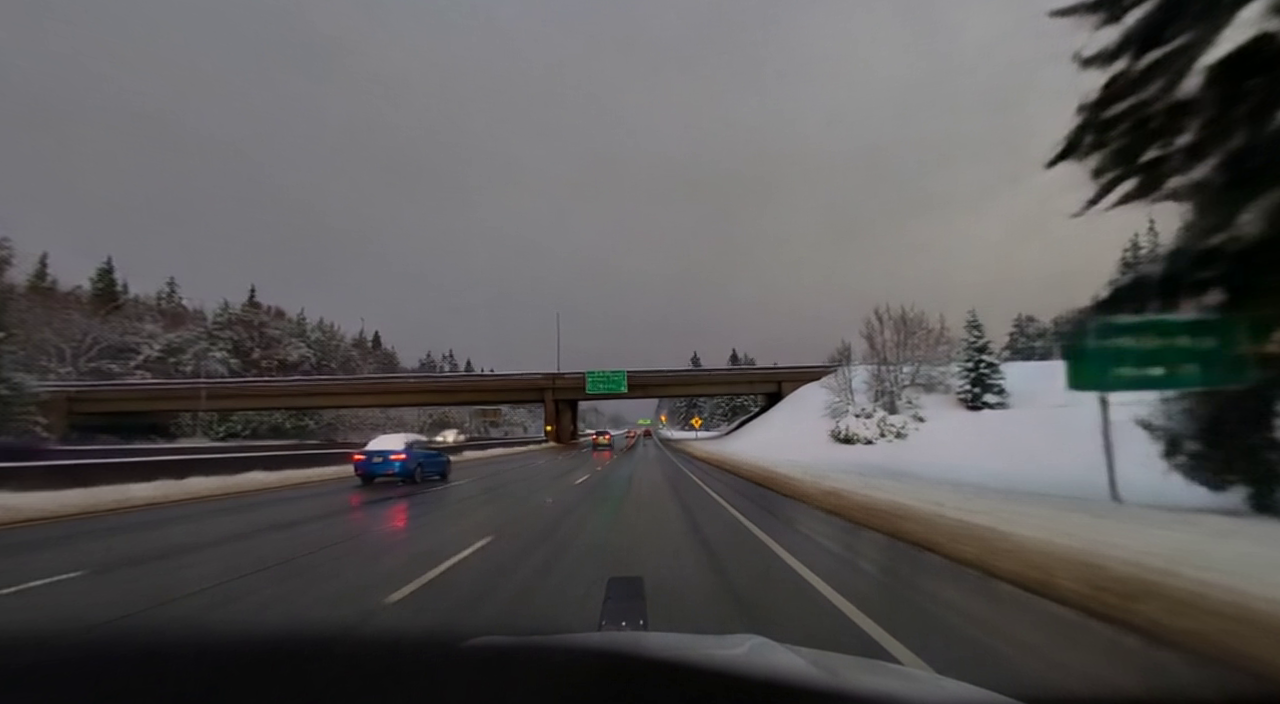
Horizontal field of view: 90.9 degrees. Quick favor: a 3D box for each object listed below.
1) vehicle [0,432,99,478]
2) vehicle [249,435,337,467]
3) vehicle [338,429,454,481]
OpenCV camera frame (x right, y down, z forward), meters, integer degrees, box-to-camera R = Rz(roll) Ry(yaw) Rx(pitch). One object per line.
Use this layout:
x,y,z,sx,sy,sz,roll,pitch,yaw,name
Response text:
-25.092,4.132,25.476,2.027,1.700,4.915,0,-8,1,vehicle
-17.354,4.983,31.802,1.840,1.490,4.438,0,-8,1,vehicle
-7.708,3.283,20.402,1.987,1.486,4.174,0,-8,2,vehicle
